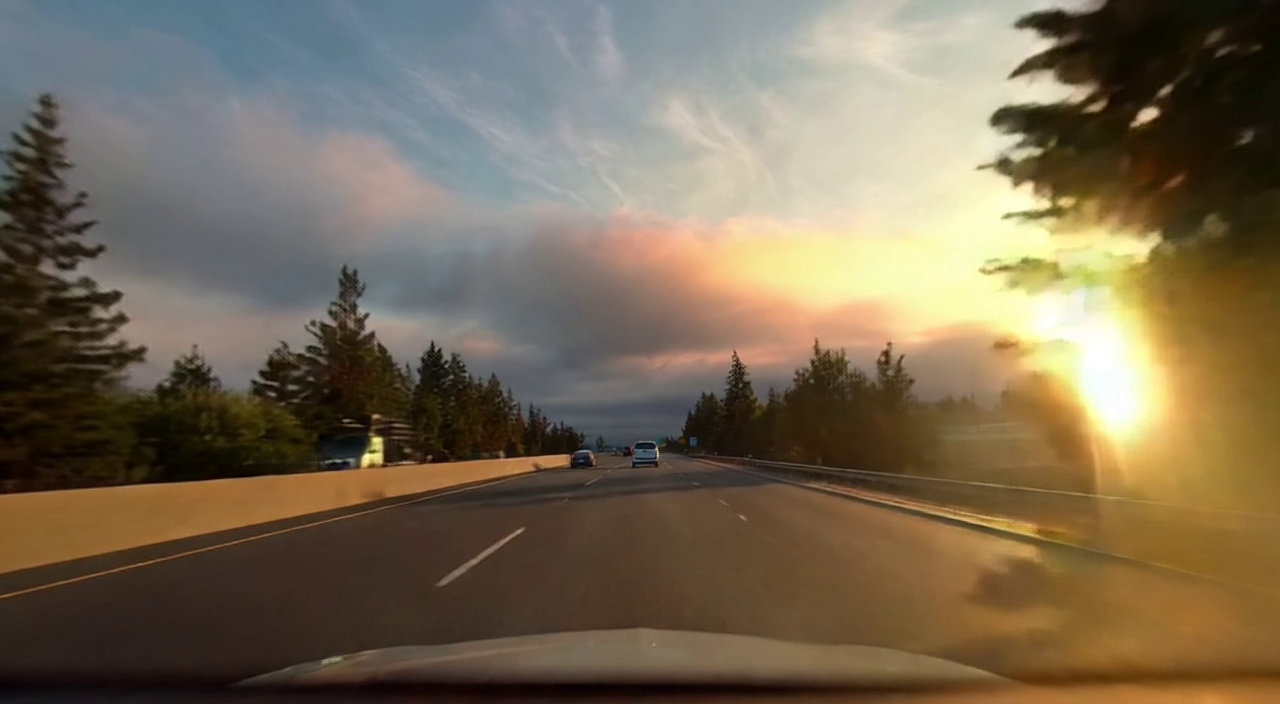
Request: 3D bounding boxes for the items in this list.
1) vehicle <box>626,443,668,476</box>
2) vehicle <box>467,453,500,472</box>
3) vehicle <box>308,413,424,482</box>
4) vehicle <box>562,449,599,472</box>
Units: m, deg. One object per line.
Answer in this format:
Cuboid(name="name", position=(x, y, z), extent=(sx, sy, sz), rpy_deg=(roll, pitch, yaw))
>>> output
Cuboid(name="vehicle", position=(0.351, 5.790, 34.053), extent=(2.172, 1.687, 3.929), rpy_deg=(0, -9, 0))
Cuboid(name="vehicle", position=(-12.290, 8.716, 49.698), extent=(1.676, 1.396, 3.459), rpy_deg=(0, -9, 1))
Cuboid(name="vehicle", position=(-17.031, 6.094, 40.164), extent=(2.953, 3.833, 9.571), rpy_deg=(0, -9, 0))
Cuboid(name="vehicle", position=(-3.842, 7.116, 41.506), extent=(1.998, 1.460, 4.422), rpy_deg=(0, -9, 0))
